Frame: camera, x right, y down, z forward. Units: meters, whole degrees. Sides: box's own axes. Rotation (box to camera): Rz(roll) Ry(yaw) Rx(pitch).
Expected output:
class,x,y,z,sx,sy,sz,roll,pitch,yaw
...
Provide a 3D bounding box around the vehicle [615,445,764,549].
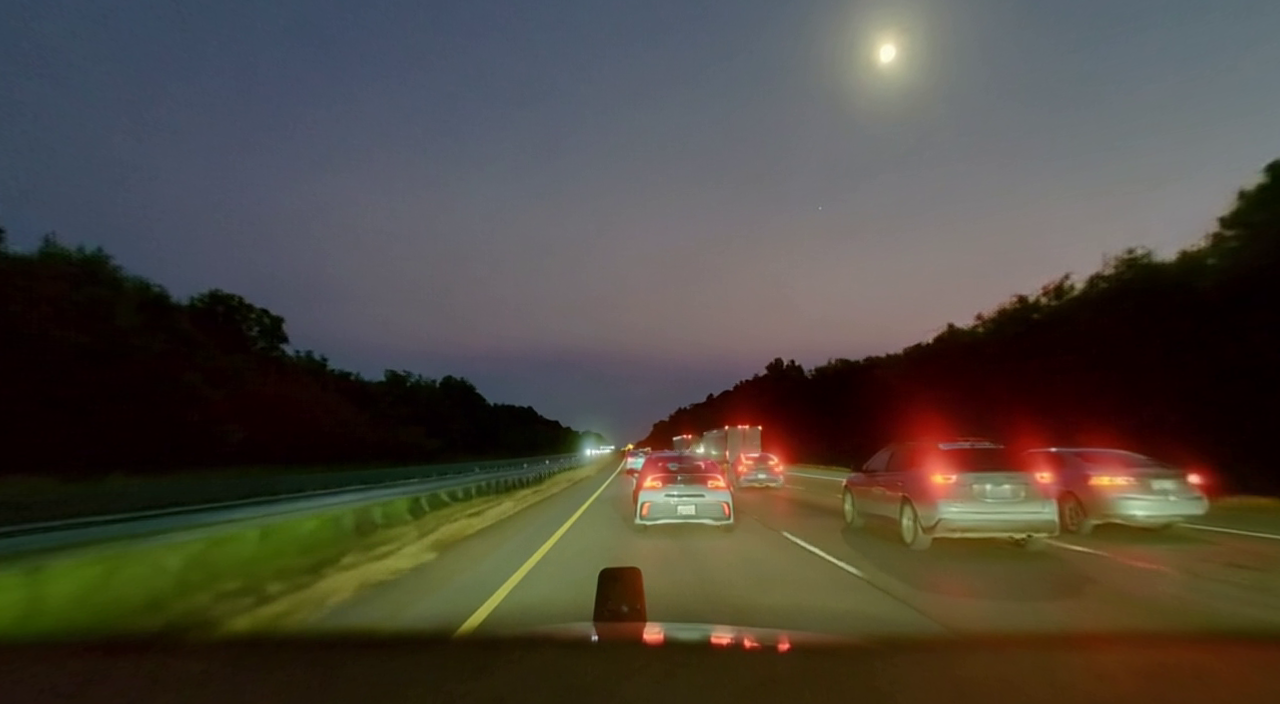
class,x,y,z,sx,sy,sz,roll,pitch,yaw
vehicle,0.663,2.332,10.770,2.094,1.426,3.725,0,-9,-1

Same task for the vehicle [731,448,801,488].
class,x,y,z,sx,sy,sz,roll,pitch,yaw
vehicle,5.134,4.786,26.302,1.908,1.500,4.157,0,-9,-2

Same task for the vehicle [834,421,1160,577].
class,x,y,z,sx,sy,sz,roll,pitch,yaw
vehicle,4.599,1.959,9.208,1.998,1.657,4.604,0,-9,-1
